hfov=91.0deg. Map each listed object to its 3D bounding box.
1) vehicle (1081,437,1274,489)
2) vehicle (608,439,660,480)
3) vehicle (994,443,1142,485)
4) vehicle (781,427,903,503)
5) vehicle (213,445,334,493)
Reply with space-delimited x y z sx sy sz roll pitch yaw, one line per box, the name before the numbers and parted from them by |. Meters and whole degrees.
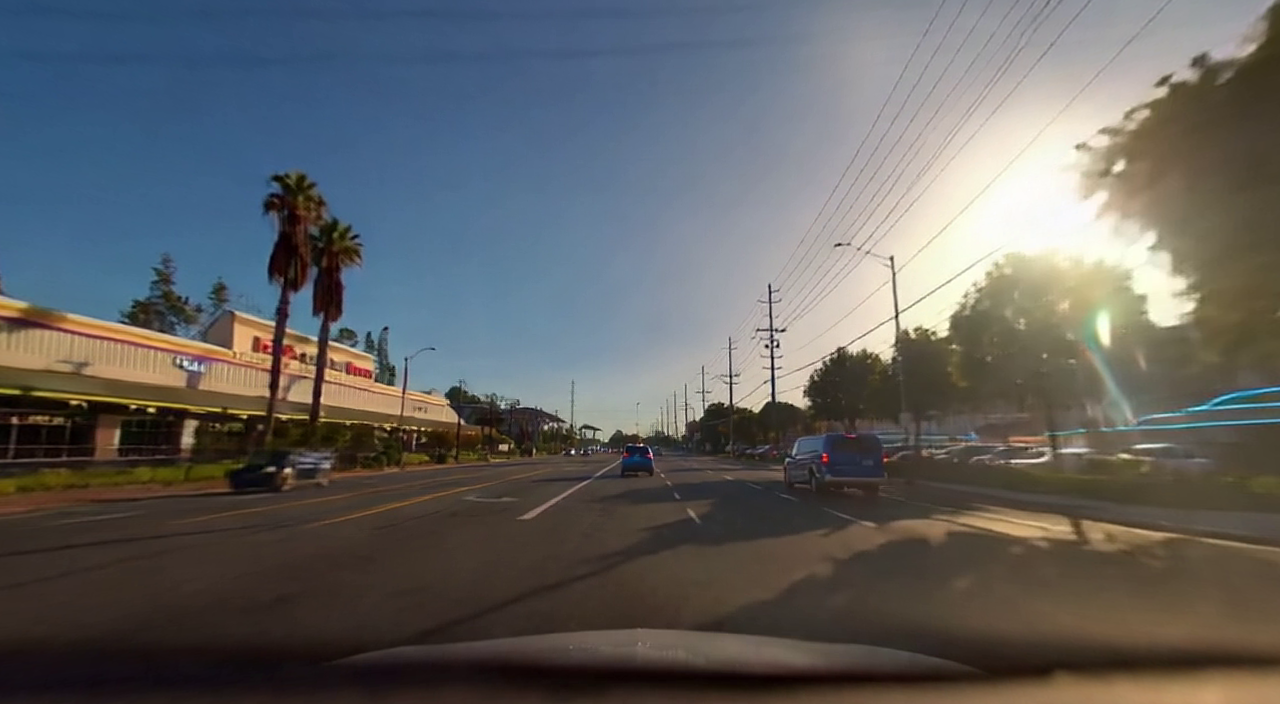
vehicle | 17.900 3.685 21.172 4.490 1.604 2.089 0 -8 2
vehicle | -0.261 4.710 27.955 2.138 1.672 4.168 0 -8 0
vehicle | 17.759 4.652 26.308 4.605 1.459 1.968 -3 -9 4
vehicle | 5.765 3.261 18.662 2.107 1.928 4.471 0 -8 0
vehicle | -14.172 4.504 24.710 1.997 1.641 4.528 0 -8 0
